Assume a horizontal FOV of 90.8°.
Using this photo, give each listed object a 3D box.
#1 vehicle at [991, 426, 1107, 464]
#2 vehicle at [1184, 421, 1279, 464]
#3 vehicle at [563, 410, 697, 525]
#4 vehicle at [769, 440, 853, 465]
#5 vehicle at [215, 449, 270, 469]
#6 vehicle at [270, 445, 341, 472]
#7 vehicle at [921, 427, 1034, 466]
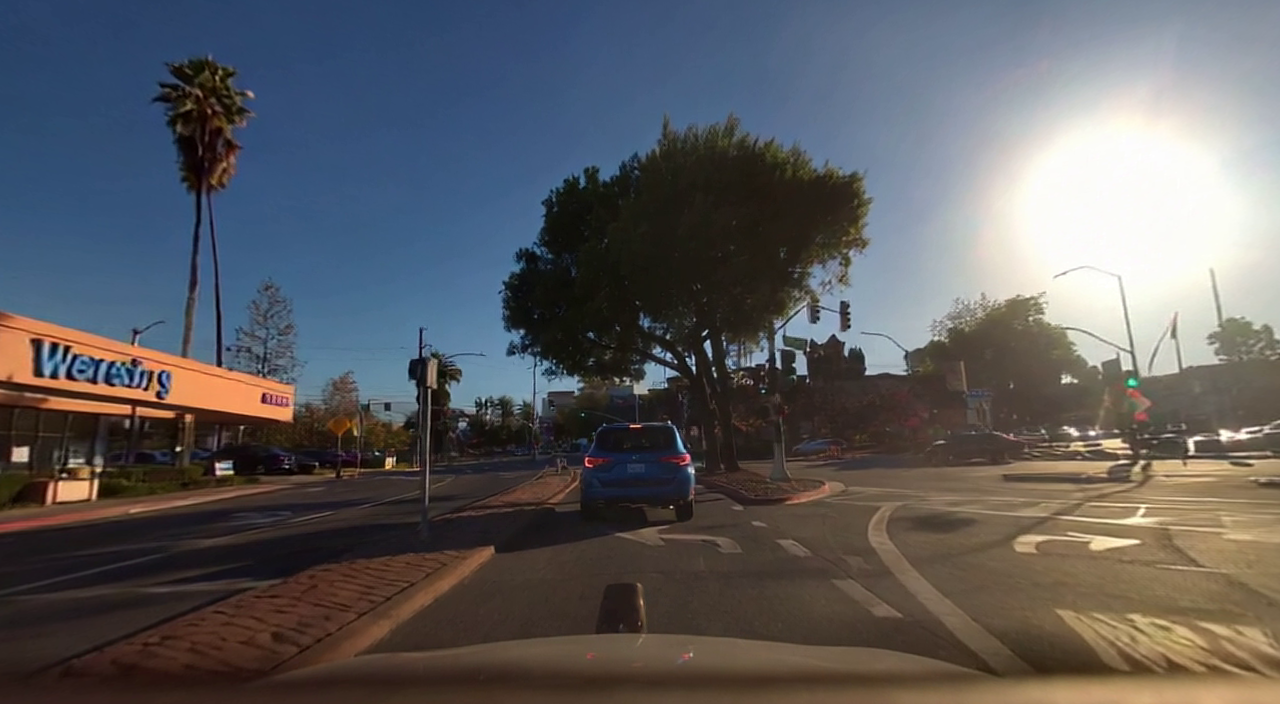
[{"bbox_3d":[21.352,4.911,33.192,4.852,1.847,1.983,-5,-10,32],"label":"vehicle"},{"bbox_3d":[28.497,4.072,28.365,5.809,1.839,1.957,-6,-10,33],"label":"vehicle"},{"bbox_3d":[-0.179,2.306,13.103,2.263,1.932,4.709,0,-8,0],"label":"vehicle"},{"bbox_3d":[10.726,6.286,39.745,4.665,1.467,1.833,-6,-10,33],"label":"vehicle"},{"bbox_3d":[-29.422,7.870,46.718,4.081,1.383,1.878,-6,-10,33],"label":"vehicle"},{"bbox_3d":[-22.344,7.056,42.176,4.790,1.687,1.969,-5,-10,32],"label":"vehicle"},{"bbox_3d":[16.498,4.672,31.180,4.641,1.778,1.958,-4,-9,23],"label":"vehicle"}]
